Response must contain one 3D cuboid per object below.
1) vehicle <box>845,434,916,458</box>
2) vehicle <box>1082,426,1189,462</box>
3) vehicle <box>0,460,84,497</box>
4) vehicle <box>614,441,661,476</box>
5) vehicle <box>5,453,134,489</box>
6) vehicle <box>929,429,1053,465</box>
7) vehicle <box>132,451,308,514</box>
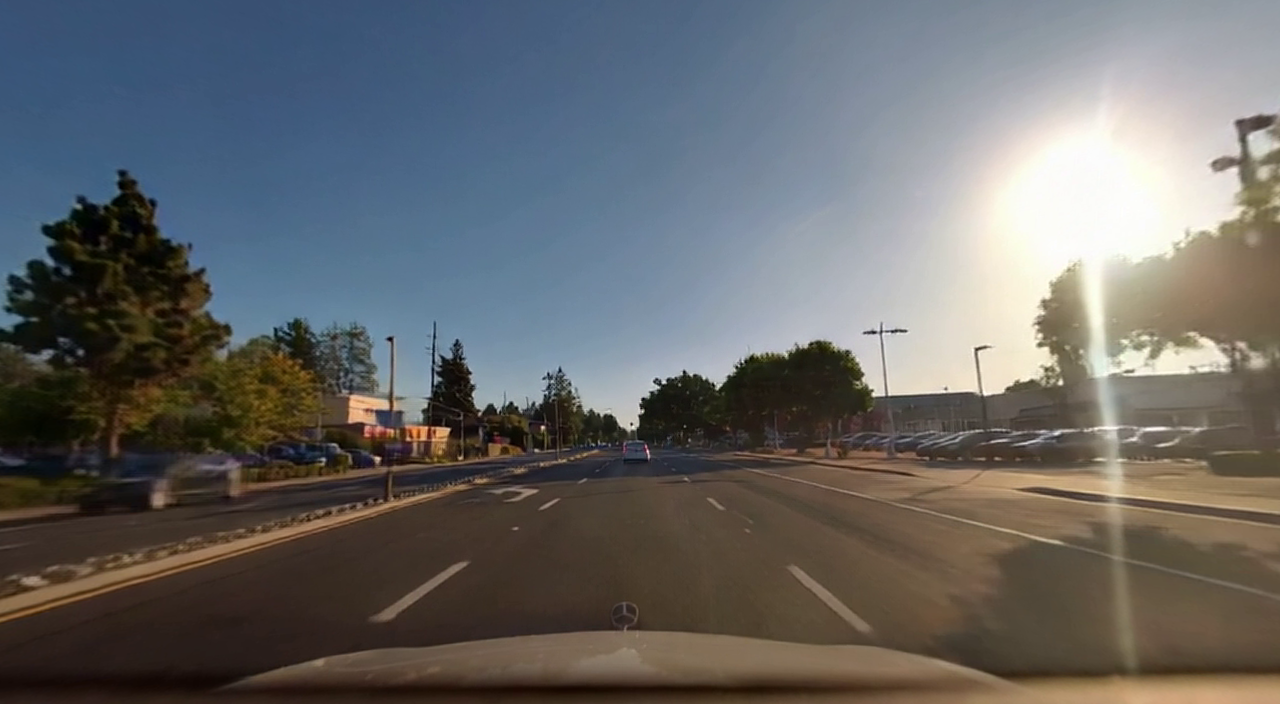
[{"bbox_3d":[17.030,6.702,44.711,4.224,1.614,2.028,0,-9,-1],"label":"vehicle"},{"bbox_3d":[27.990,5.267,35.820,1.991,1.877,5.024,-1,-9,1],"label":"vehicle"},{"bbox_3d":[-27.002,5.368,26.793,4.660,1.446,1.870,0,-8,-4],"label":"vehicle"},{"bbox_3d":[-0.171,4.806,28.612,1.998,1.452,3.773,0,-8,-2],"label":"vehicle"},{"bbox_3d":[-27.222,5.673,30.148,4.294,1.643,1.948,-1,-8,2],"label":"vehicle"},{"bbox_3d":[17.895,4.870,32.278,5.083,1.778,2.063,0,-9,0],"label":"vehicle"},{"bbox_3d":[-11.950,3.695,18.383,2.041,1.553,4.433,0,-8,0],"label":"vehicle"}]
